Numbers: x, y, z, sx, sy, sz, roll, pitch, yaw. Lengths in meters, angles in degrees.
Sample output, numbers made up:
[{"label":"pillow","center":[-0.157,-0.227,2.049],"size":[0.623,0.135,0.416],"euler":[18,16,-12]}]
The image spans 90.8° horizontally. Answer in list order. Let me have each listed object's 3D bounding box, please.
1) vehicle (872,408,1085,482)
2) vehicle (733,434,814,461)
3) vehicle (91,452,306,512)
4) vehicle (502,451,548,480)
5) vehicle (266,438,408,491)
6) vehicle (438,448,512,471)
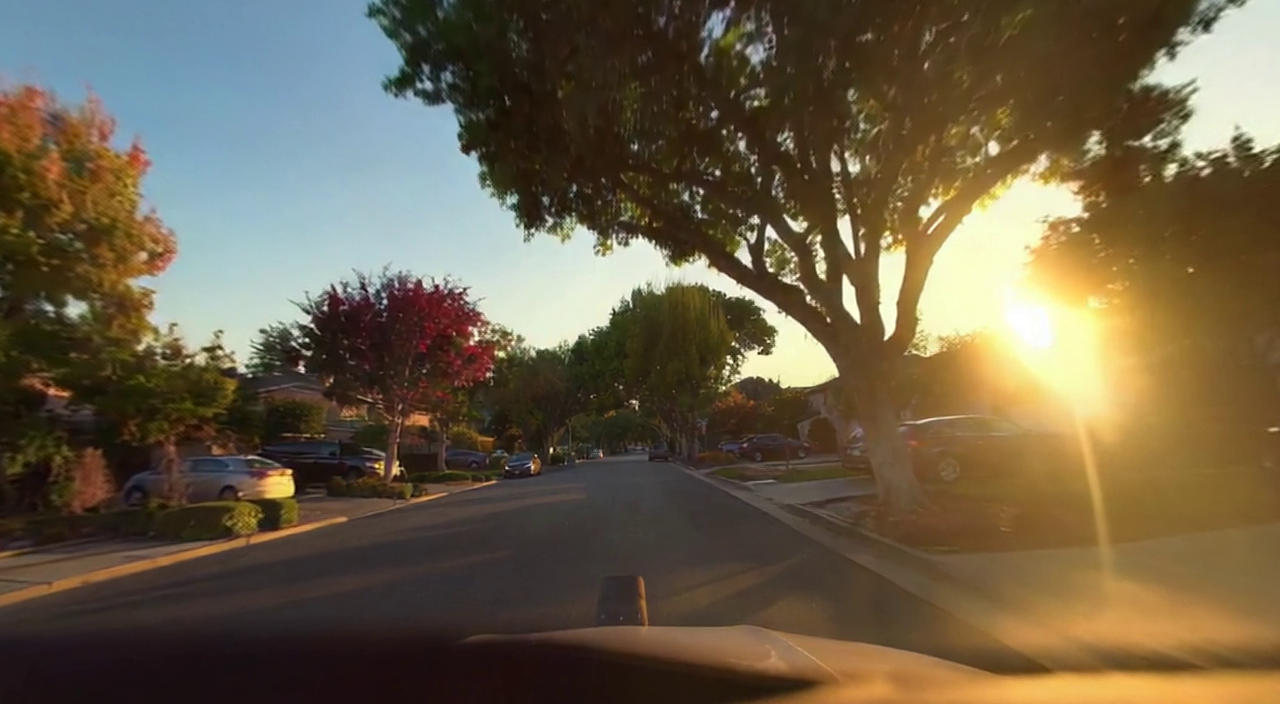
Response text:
[{"label":"vehicle","center":[8.544,2.373,16.249],"size":[4.334,1.750,1.900],"euler":[0,-8,-2]},{"label":"vehicle","center":[8.390,6.021,39.946],"size":[4.599,1.652,1.903],"euler":[0,-8,-3]},{"label":"vehicle","center":[-12.069,3.555,17.526],"size":[4.476,1.476,1.877],"euler":[0,-8,-2]},{"label":"vehicle","center":[-6.329,6.262,35.113],"size":[1.878,1.496,3.535],"euler":[0,-8,0]},{"label":"vehicle","center":[-12.375,4.590,26.045],"size":[4.753,2.028,2.079],"euler":[0,-8,0]},{"label":"vehicle","center":[-12.218,8.017,47.064],"size":[4.972,1.623,1.884],"euler":[0,-8,-1]}]
